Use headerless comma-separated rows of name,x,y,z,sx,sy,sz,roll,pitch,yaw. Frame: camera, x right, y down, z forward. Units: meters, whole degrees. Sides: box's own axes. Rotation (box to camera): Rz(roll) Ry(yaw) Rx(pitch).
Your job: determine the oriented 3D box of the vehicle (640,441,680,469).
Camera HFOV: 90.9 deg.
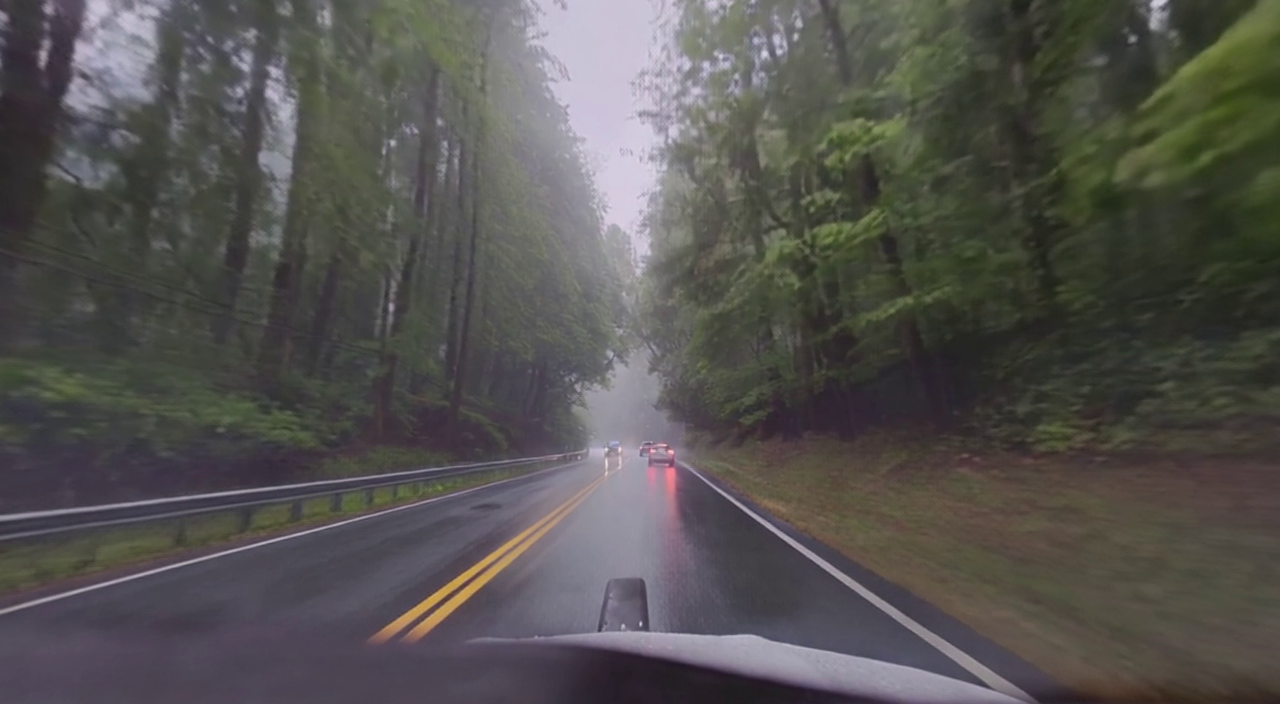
vehicle,1.088,5.881,36.159,2.120,1.491,4.349,0,-8,0
